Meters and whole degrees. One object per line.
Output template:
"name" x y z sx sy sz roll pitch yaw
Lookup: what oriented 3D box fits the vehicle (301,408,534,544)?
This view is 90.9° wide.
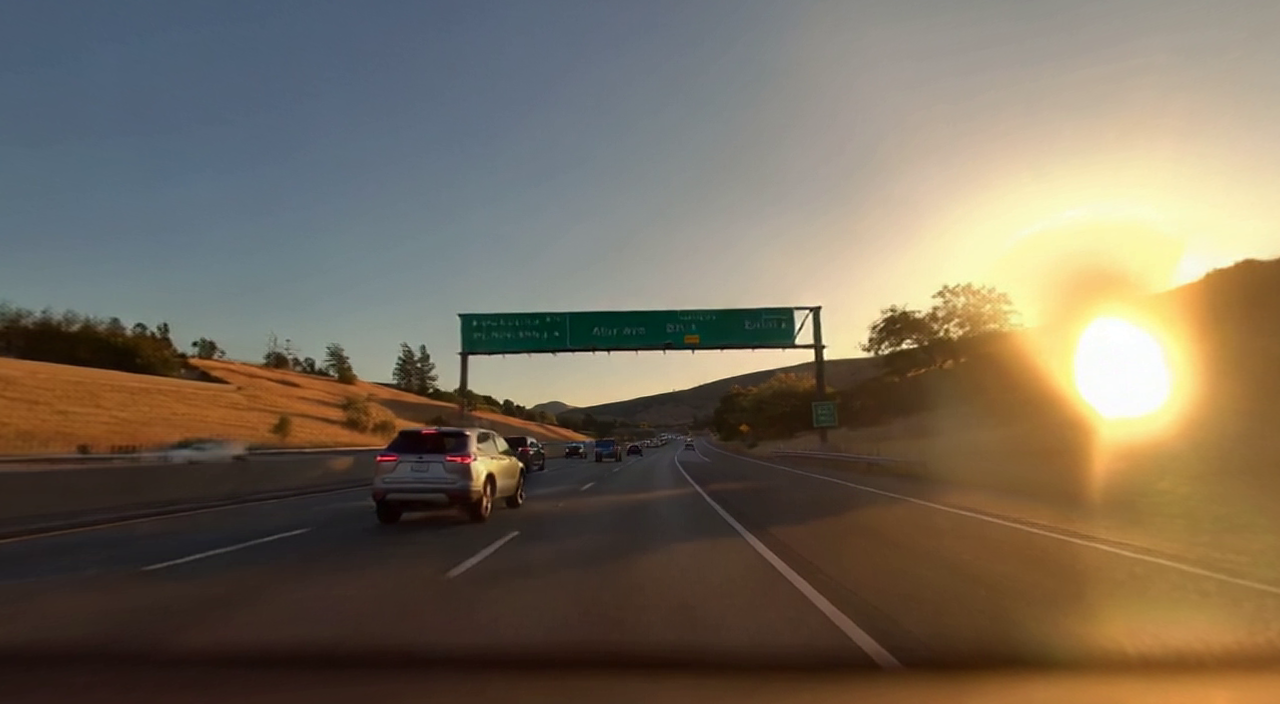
"vehicle" -3.492 2.082 11.182 2.218 1.848 4.789 0 -9 2

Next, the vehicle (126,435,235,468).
"vehicle" -24.309 5.307 33.686 1.997 1.589 4.951 0 -9 1
